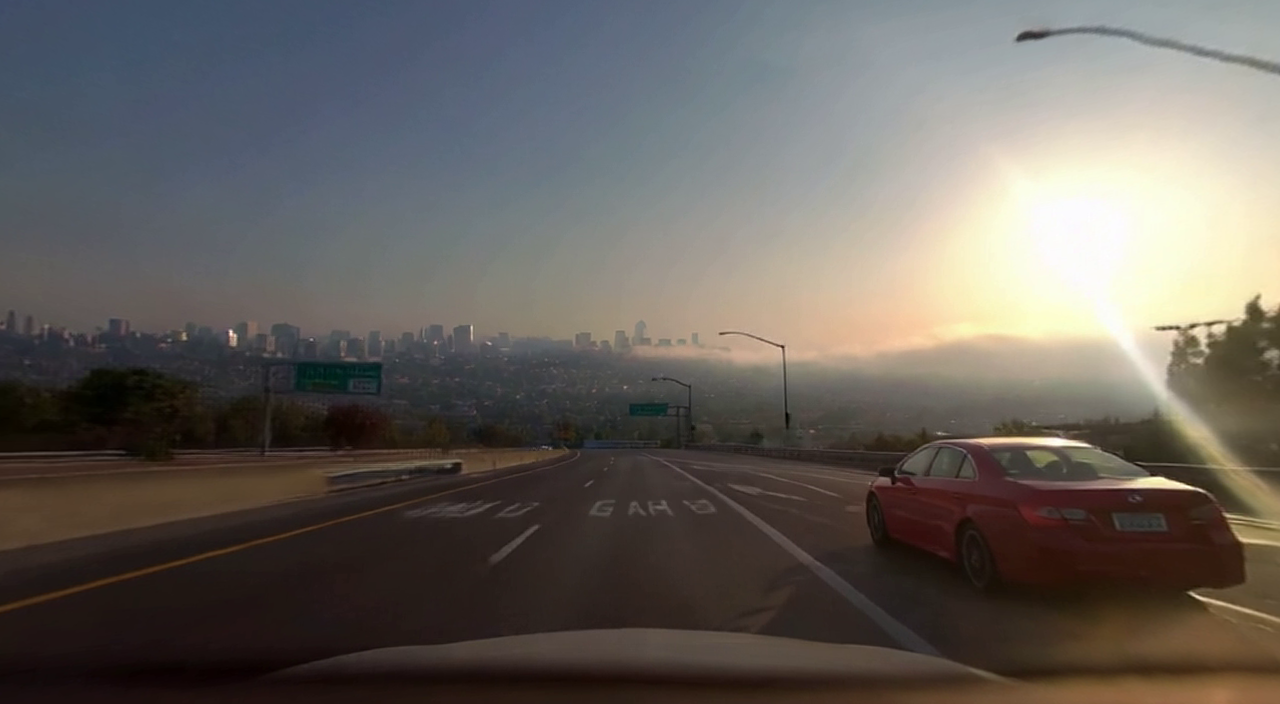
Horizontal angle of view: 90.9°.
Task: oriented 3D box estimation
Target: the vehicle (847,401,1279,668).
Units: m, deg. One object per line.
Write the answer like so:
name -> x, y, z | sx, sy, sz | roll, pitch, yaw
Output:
vehicle -> 3.879, 1.429, 6.167 | 2.104, 1.575, 4.698 | 0, -8, 0
